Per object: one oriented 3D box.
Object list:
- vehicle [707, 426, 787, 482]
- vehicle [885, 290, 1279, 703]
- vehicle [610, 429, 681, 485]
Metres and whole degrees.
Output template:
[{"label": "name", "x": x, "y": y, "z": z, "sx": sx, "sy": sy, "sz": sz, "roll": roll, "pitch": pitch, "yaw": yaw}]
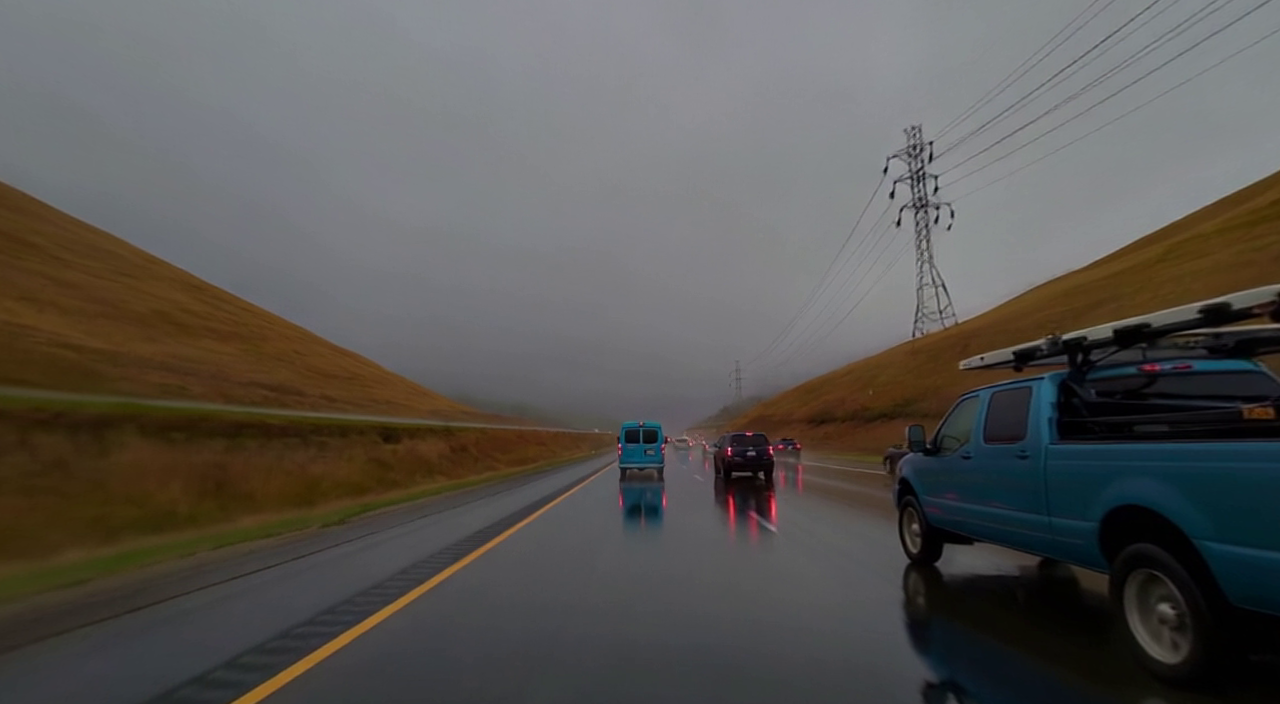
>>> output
[{"label": "vehicle", "x": 3.777, "y": 3.717, "z": 23.138, "sx": 2.139, "sy": 1.821, "sz": 4.480, "roll": 0, "pitch": -8, "yaw": 0}, {"label": "vehicle", "x": 3.895, "y": 0.882, "z": 3.641, "sx": 2.691, "sy": 1.901, "sz": 5.744, "roll": 0, "pitch": -8, "yaw": 1}, {"label": "vehicle", "x": 0.186, "y": 3.676, "z": 22.372, "sx": 2.268, "sy": 1.772, "sz": 4.523, "roll": 0, "pitch": -8, "yaw": 1}]
